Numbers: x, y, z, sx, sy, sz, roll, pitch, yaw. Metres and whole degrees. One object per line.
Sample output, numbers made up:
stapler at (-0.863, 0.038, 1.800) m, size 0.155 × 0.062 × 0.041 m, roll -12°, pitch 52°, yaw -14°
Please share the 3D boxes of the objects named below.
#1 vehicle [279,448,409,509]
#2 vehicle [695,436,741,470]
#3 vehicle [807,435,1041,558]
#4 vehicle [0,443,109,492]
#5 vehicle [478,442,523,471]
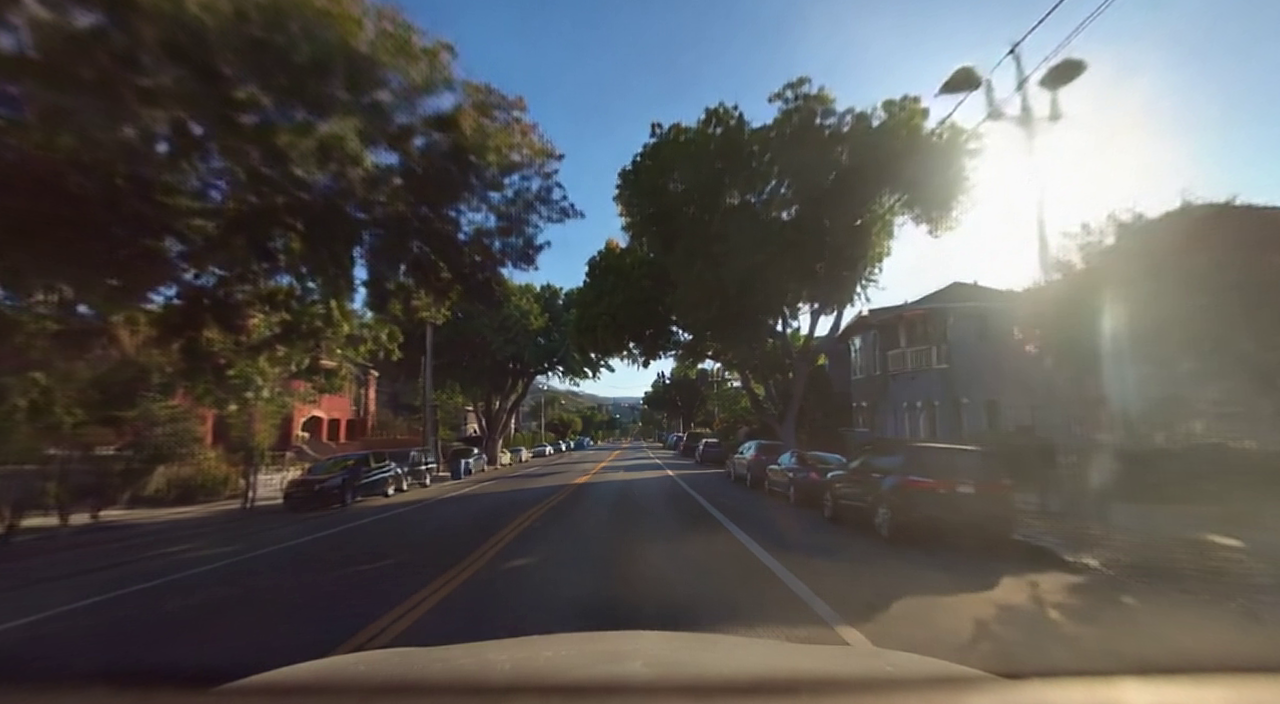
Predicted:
vehicle at (-8.143, 3.486, 17.826) m, size 1.852 × 1.482 × 3.916 m, roll -1°, pitch -9°, yaw -2°
vehicle at (4.138, 5.470, 34.191) m, size 1.889 × 1.703 × 4.253 m, roll 0°, pitch -9°, yaw -1°
vehicle at (4.163, 2.152, 10.095) m, size 1.845 × 1.556 × 3.929 m, roll 0°, pitch -9°, yaw -1°
vehicle at (-20.456, 3.852, 21.395) m, size 1.800 × 1.475 × 3.604 m, roll 0°, pitch -9°, yaw -1°
vehicle at (-8.275, 6.196, 37.675) m, size 1.883 × 1.565 × 3.655 m, roll -2°, pitch -8°, yaw -1°
